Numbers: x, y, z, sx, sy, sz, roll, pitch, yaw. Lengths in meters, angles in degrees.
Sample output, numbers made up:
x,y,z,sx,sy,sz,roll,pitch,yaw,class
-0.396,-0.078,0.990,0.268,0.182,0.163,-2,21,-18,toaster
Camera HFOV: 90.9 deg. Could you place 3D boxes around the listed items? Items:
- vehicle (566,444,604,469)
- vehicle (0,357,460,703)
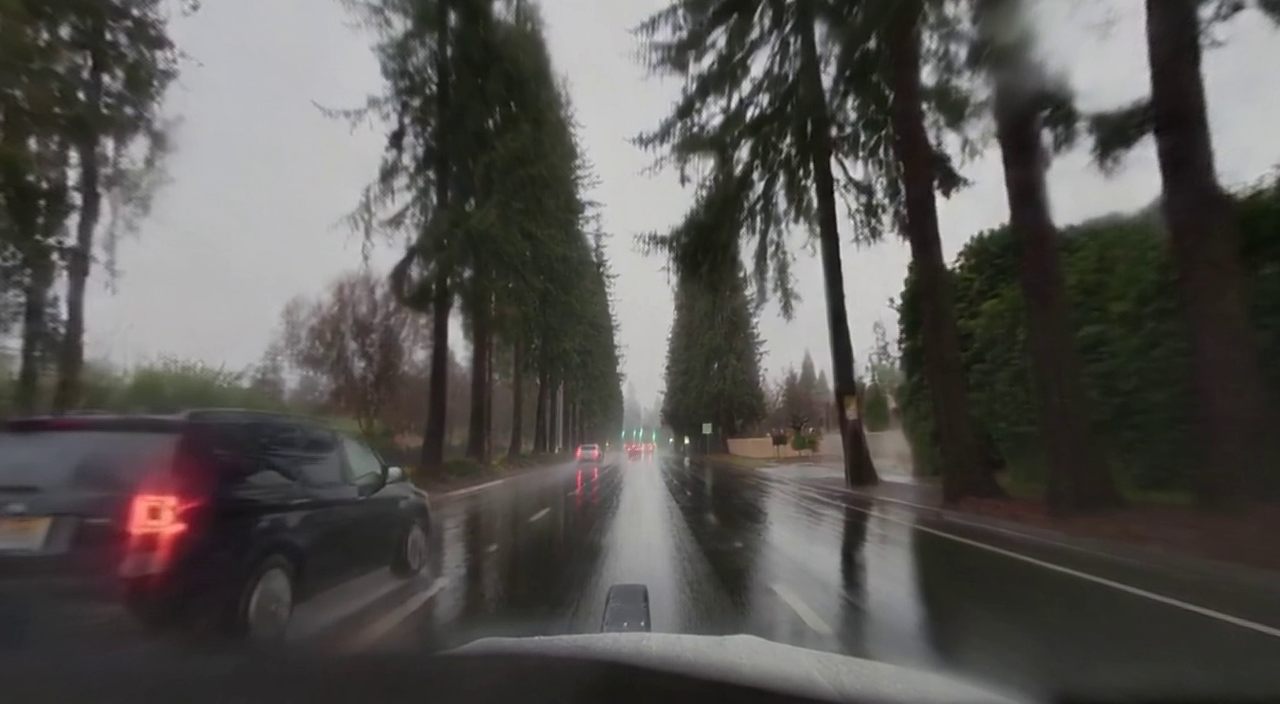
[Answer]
x,y,z,sx,sy,sz,roll,pitch,yaw,class
-3.454,6.654,40.252,2.021,1.466,4.330,0,-9,1,vehicle
-3.223,1.210,5.199,2.058,1.671,4.704,0,-9,0,vehicle
